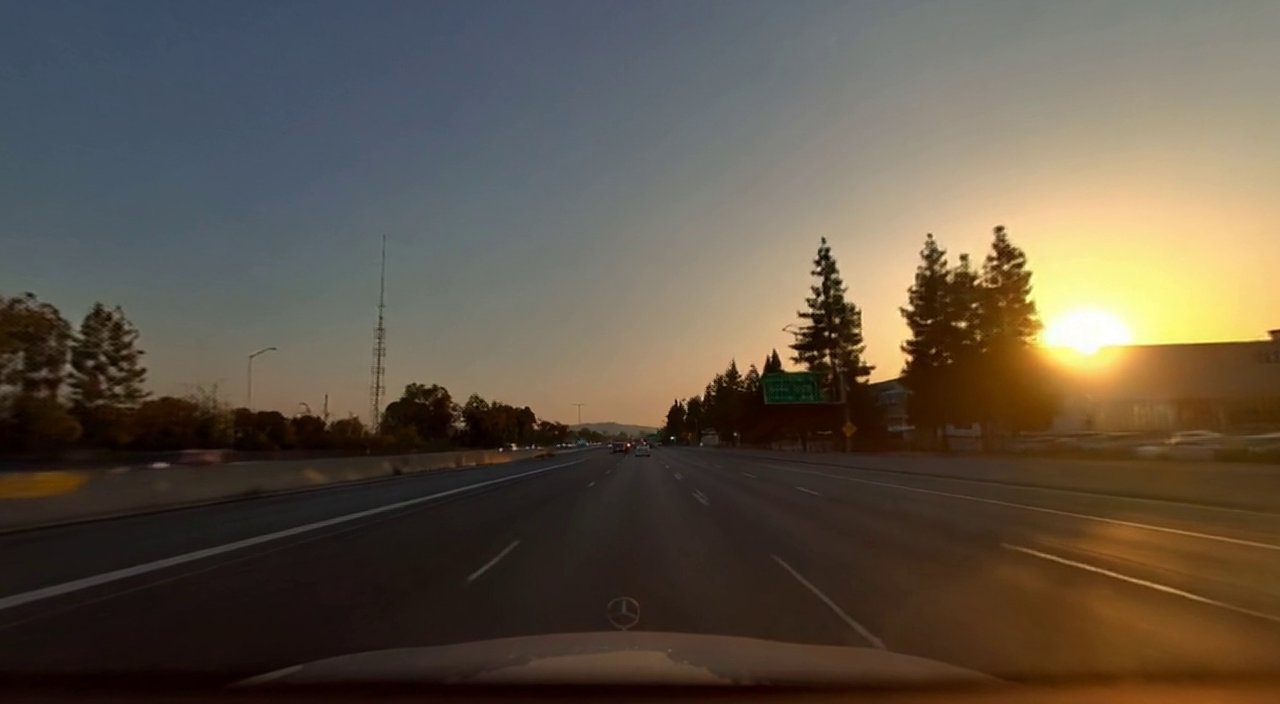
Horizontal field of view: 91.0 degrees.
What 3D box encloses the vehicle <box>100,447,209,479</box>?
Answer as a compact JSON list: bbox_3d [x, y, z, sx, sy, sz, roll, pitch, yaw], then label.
[{"bbox_3d":[-25.275,5.766,33.031,1.876,1.517,4.715,0,-9,1],"label":"vehicle"}]
